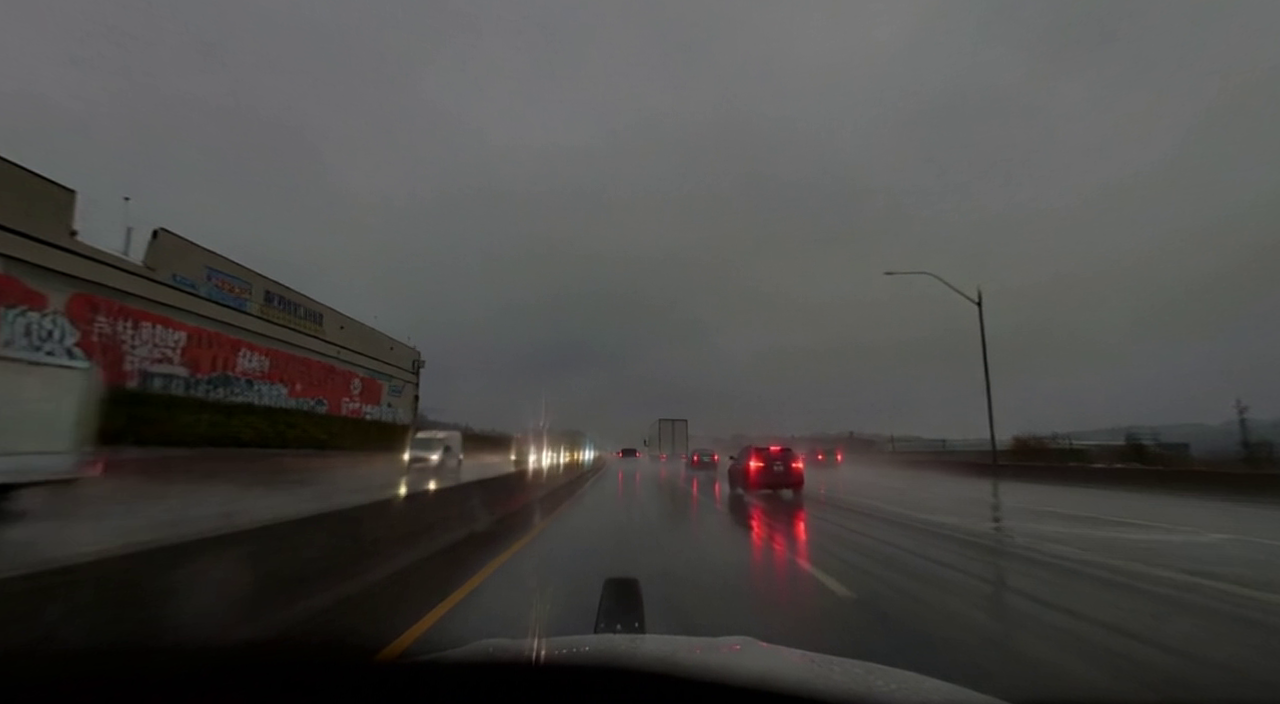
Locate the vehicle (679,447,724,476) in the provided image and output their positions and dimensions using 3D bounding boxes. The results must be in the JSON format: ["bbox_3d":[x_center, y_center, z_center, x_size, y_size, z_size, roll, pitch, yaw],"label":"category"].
[{"bbox_3d":[3.608,6.506,37.410,2.085,1.588,4.436,0,-9,-2],"label":"vehicle"}]

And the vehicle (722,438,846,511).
[{"bbox_3d":[3.557,3.114,16.464,2.045,1.605,4.674,0,-9,-1],"label":"vehicle"}]

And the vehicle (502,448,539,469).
[{"bbox_3d":[-9.278,8.296,49.089,1.965,1.527,4.704,0,-9,0],"label":"vehicle"}]

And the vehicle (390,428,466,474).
[{"bbox_3d":[-12.493,5.925,37.540,2.373,2.502,6.255,0,-9,0],"label":"vehicle"}]
